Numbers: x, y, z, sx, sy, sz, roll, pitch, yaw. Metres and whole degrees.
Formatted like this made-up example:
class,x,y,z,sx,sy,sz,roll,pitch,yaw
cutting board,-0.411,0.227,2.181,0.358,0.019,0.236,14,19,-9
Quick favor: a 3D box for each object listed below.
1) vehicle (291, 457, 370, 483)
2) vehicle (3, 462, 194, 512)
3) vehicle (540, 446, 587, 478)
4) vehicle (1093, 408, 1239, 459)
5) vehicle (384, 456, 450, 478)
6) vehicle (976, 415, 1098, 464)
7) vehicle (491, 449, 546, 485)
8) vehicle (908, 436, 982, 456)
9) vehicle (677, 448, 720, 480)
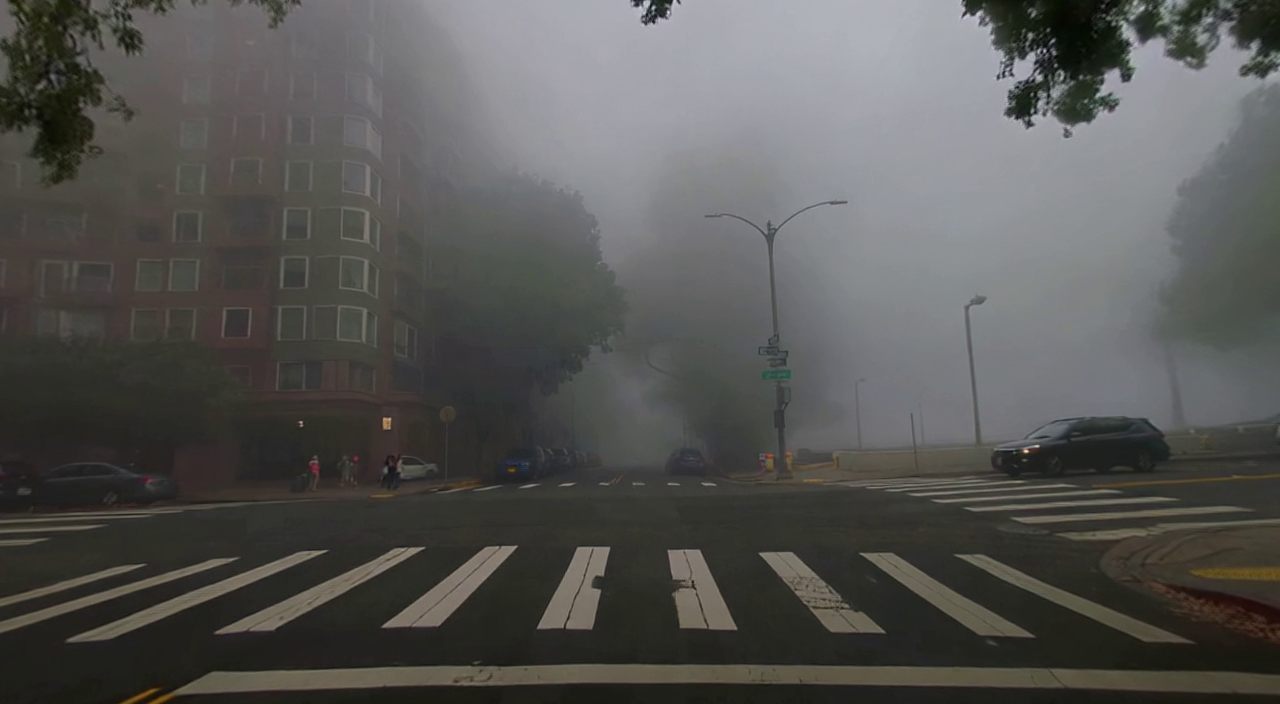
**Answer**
class,x,y,z,sx,sy,sz,roll,pitch,yaw
vehicle,-23.238,8.886,47.494,4.844,1.836,2.117,-1,-8,5
vehicle,-17.316,4.317,20.370,4.439,1.448,1.793,0,-9,0
vehicle,-4.458,6.532,37.598,2.102,1.768,4.290,-1,-10,2
vehicle,22.304,3.531,27.142,2.137,1.962,4.988,-1,-8,3
vehicle,-16.681,8.642,47.358,4.203,1.544,1.889,-1,-8,2
vehicle,16.743,3.790,26.995,2.041,1.921,4.574,0,-9,-2
vehicle,-7.617,7.251,40.249,2.193,1.814,5.061,-9,-8,0
vehicle,23.013,7.086,47.770,4.528,1.475,2.070,0,-8,3
vehicle,3.271,6.074,34.647,1.942,1.603,3.785,-1,-8,12
